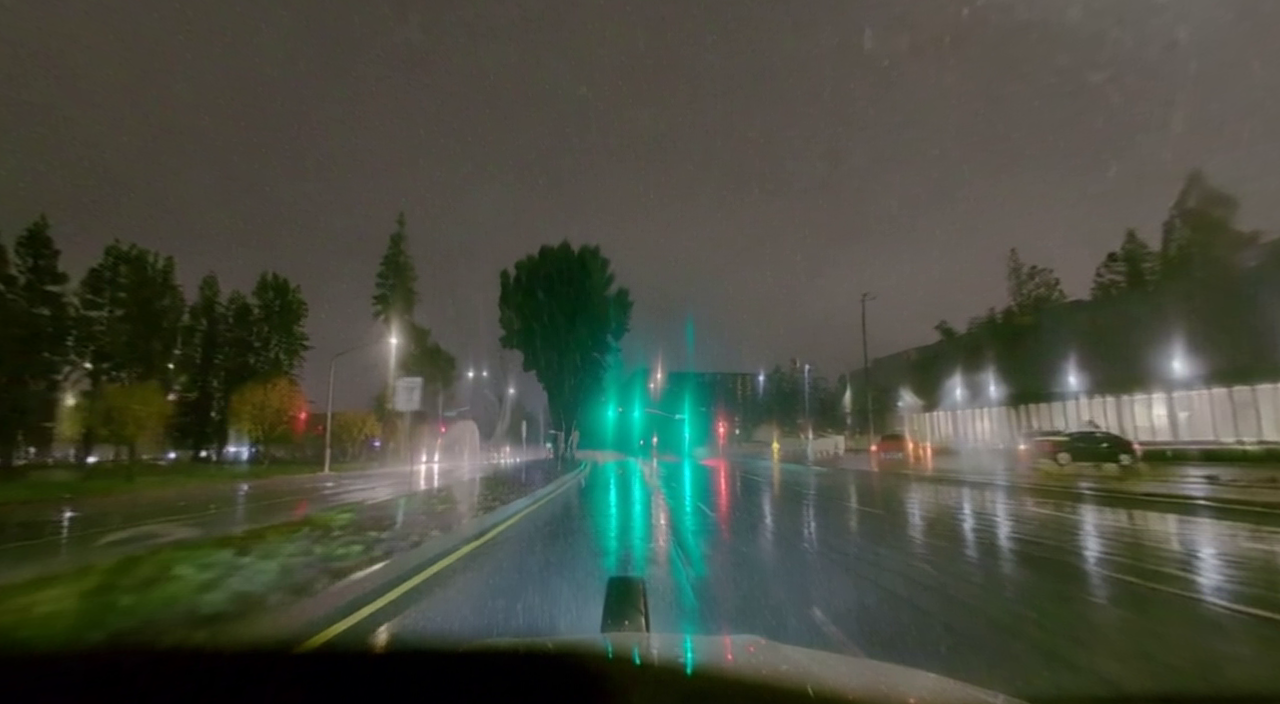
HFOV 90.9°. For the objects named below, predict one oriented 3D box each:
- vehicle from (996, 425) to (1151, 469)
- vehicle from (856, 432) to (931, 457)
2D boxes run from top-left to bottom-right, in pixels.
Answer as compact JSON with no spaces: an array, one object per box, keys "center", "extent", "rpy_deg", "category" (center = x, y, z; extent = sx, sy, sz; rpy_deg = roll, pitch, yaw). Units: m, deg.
[{"center":[17.053,3.764,24.982],"extent":[4.510,1.667,2.247],"rpy_deg":[0,-8,-3],"category":"vehicle"},{"center":[17.691,6.487,44.198],"extent":[2.084,1.675,4.966],"rpy_deg":[3,-9,-18],"category":"vehicle"}]
